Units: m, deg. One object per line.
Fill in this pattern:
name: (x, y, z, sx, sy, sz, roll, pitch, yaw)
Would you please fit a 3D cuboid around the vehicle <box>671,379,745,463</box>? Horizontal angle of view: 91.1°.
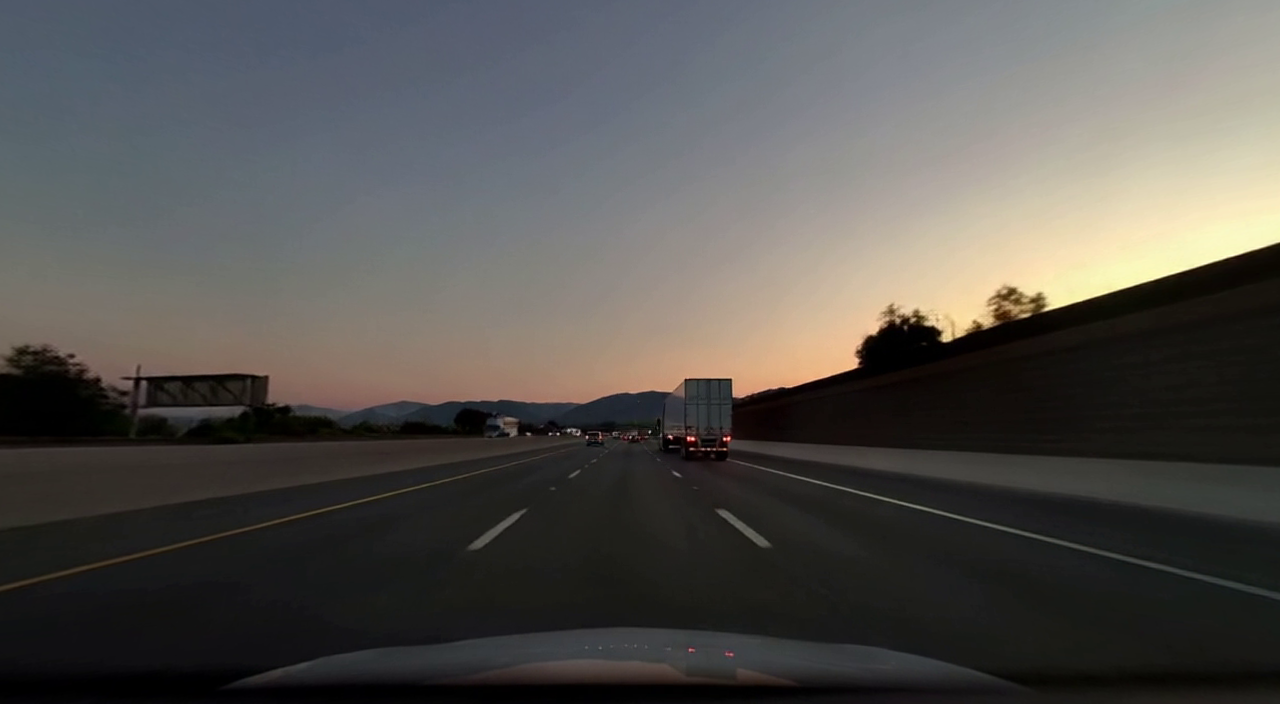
vehicle: (3.428, 3.878, 34.275, 2.859, 3.981, 8.596, 0, -8, -1)
